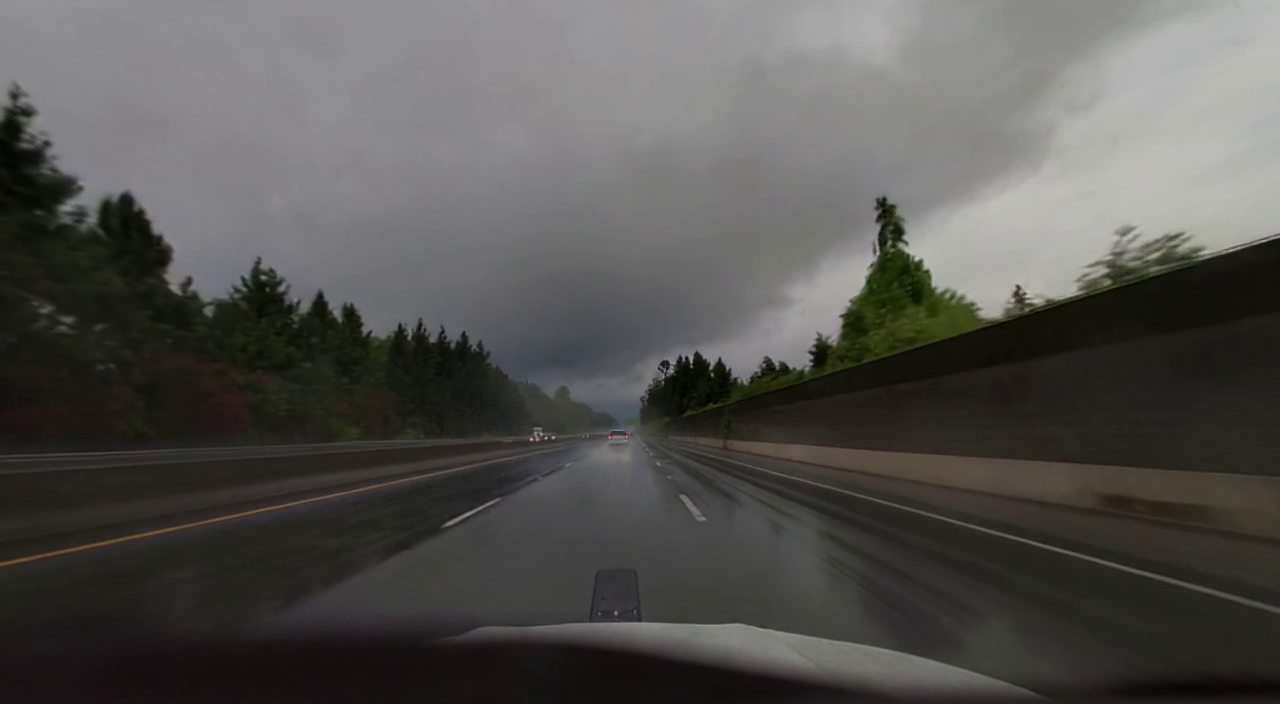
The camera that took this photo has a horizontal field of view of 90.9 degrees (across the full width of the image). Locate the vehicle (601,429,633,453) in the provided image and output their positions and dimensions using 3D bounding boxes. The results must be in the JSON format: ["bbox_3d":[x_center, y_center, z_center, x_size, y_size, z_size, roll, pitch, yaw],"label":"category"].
[{"bbox_3d":[-1.760,7.000,49.709,2.306,1.730,4.606,0,-8,0],"label":"vehicle"}]
